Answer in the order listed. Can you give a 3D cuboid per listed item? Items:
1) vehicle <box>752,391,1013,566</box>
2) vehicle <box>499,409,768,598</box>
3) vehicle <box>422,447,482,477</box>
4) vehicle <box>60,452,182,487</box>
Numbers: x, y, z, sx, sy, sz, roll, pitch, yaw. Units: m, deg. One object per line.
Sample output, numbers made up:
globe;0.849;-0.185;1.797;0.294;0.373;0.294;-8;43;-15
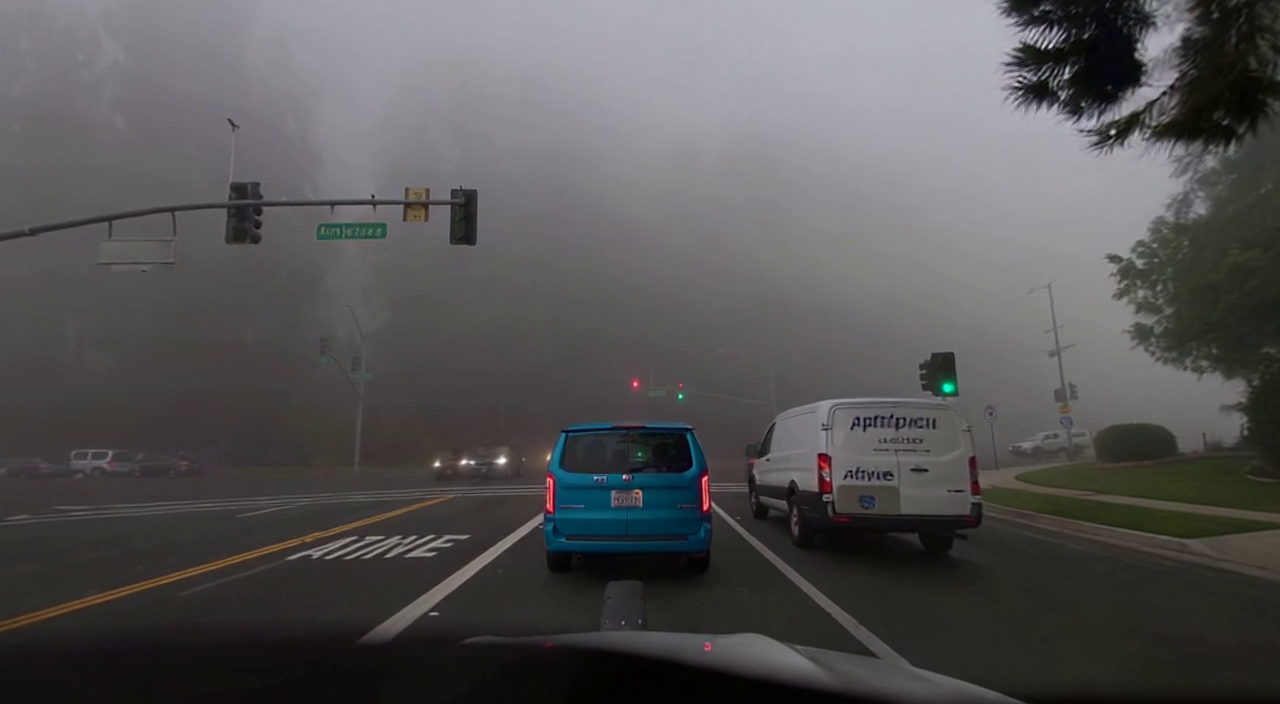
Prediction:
vehicle;3.066;1.716;9.135;2.059;1.924;4.257;0;-8;0
vehicle;-0.048;1.638;7.698;2.321;1.624;4.367;0;-8;0
vehicle;-10.155;5.952;34.286;1.881;1.515;4.262;0;-8;1
vehicle;-25.256;5.705;30.704;4.073;1.603;1.920;1;-9;-8
